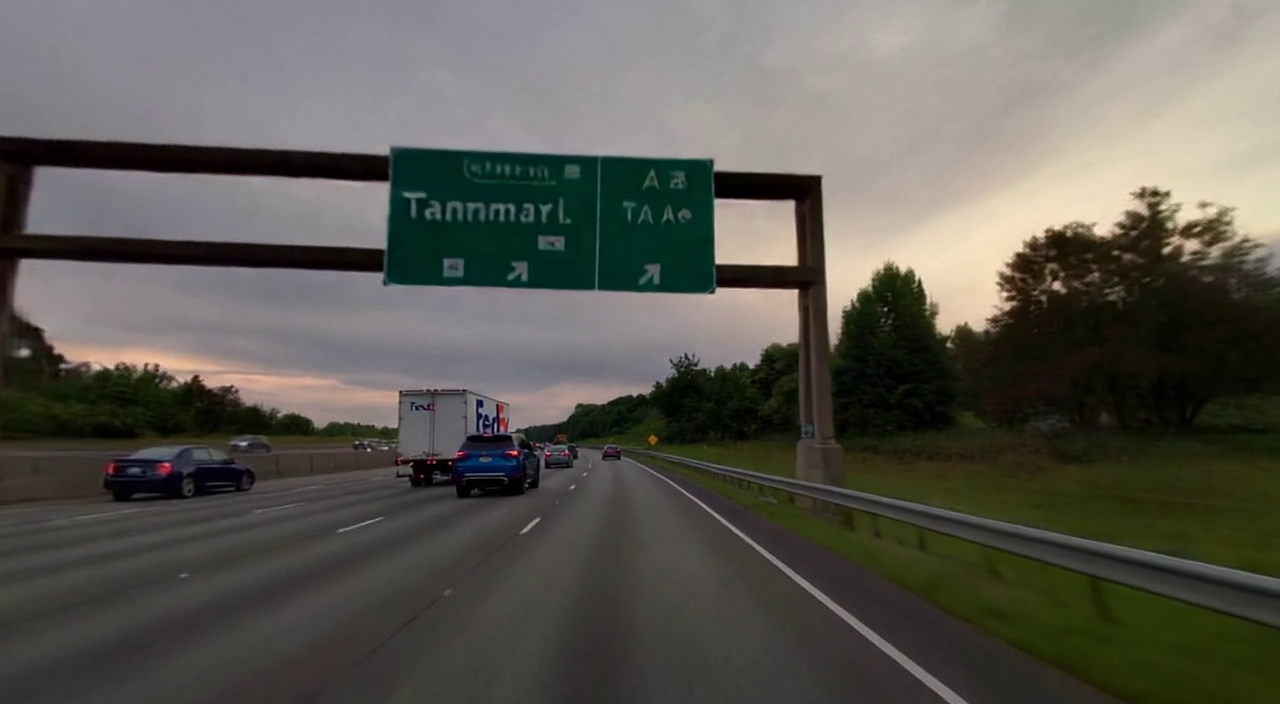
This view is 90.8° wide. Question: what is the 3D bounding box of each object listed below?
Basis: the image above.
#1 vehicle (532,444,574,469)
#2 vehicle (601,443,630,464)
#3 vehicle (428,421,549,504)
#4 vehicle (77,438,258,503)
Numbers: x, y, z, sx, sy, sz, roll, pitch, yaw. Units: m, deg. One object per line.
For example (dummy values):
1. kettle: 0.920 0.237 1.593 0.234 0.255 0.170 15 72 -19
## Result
1. vehicle: -5.413 6.579 39.923 2.192 1.478 4.591 0 -9 -3
2. vehicle: -1.886 7.656 47.705 2.043 1.489 3.839 1 -9 -4
3. vehicle: -3.854 2.923 17.058 2.170 1.886 4.628 0 -9 -1
4. vehicle: -13.732 3.449 18.803 2.018 1.668 4.409 0 -9 -1
